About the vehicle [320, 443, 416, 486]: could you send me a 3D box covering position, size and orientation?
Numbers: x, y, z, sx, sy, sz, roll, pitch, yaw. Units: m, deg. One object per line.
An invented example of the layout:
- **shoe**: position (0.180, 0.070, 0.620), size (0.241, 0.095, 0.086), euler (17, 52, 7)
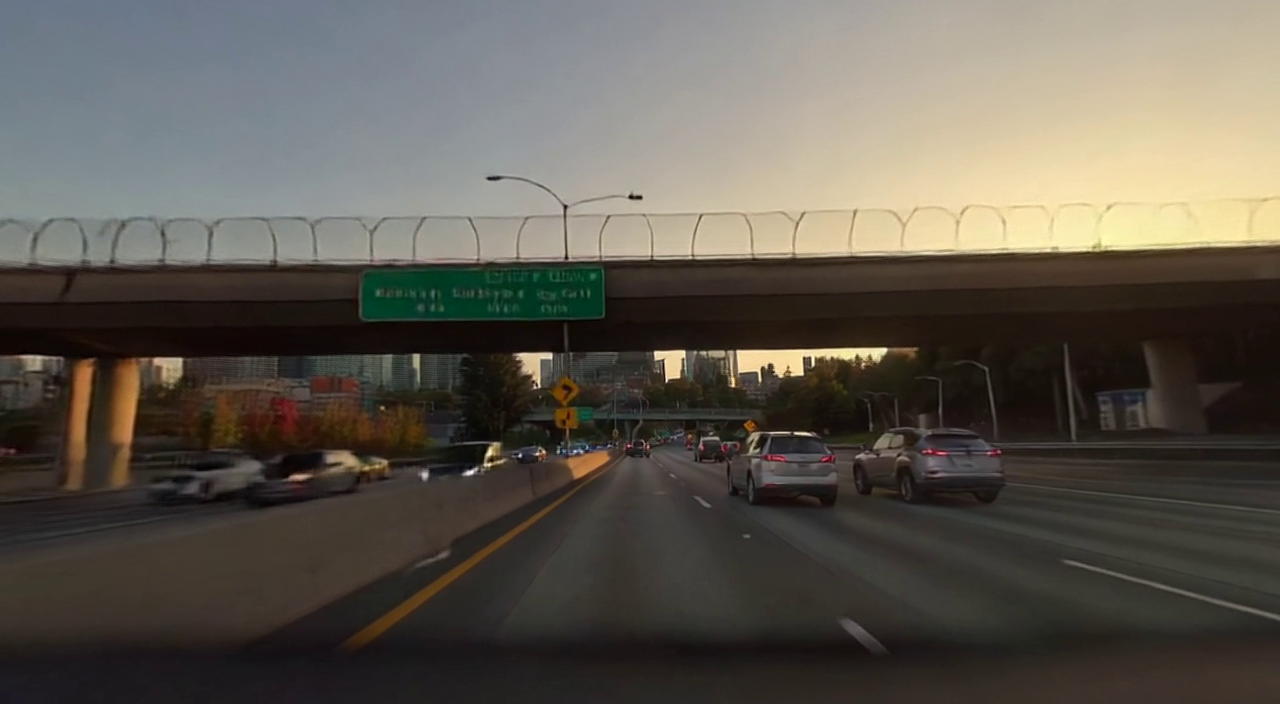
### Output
- **vehicle**: position (-13.304, 5.495, 31.403), size (2.211, 1.919, 5.718), euler (0, -8, 1)

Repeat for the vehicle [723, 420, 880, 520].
- **vehicle**: position (3.075, 2.358, 13.106), size (2.059, 1.711, 4.302), euler (0, -8, 0)

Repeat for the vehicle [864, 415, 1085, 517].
- **vehicle**: position (6.871, 2.404, 13.811), size (2.040, 1.801, 4.959), euler (0, -8, -1)

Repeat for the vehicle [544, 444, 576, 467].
- **vehicle**: position (-5.877, 7.622, 46.651), size (1.827, 1.619, 3.866), euler (0, -8, 0)

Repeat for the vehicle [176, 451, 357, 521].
- **vehicle**: position (-9.351, 3.338, 16.349), size (2.020, 1.494, 4.353), euler (0, -8, 0)

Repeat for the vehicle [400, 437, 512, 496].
- **vehicle**: position (-5.610, 3.540, 19.964), size (2.184, 1.638, 4.522), euler (0, -8, 0)
